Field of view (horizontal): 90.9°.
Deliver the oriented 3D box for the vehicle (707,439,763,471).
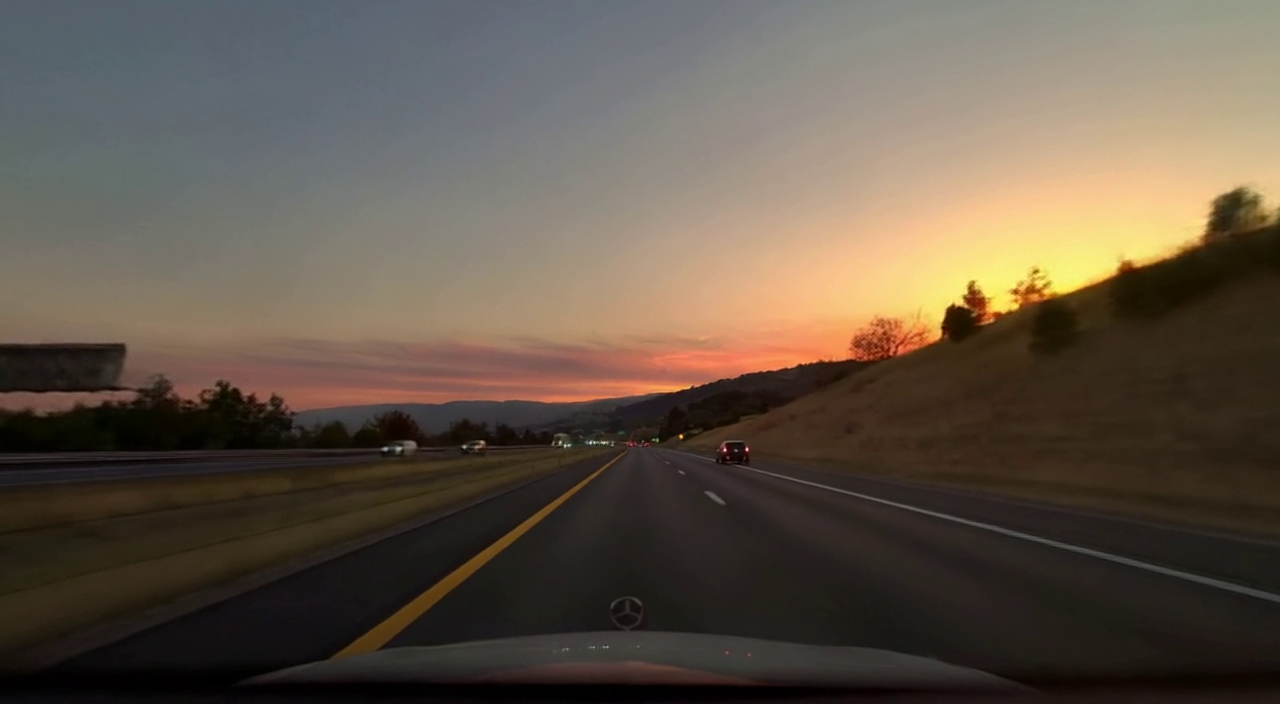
[{"bbox_3d":[4.646,5.113,31.453,2.012,1.476,4.256,0,-8,-1],"label":"vehicle"}]
